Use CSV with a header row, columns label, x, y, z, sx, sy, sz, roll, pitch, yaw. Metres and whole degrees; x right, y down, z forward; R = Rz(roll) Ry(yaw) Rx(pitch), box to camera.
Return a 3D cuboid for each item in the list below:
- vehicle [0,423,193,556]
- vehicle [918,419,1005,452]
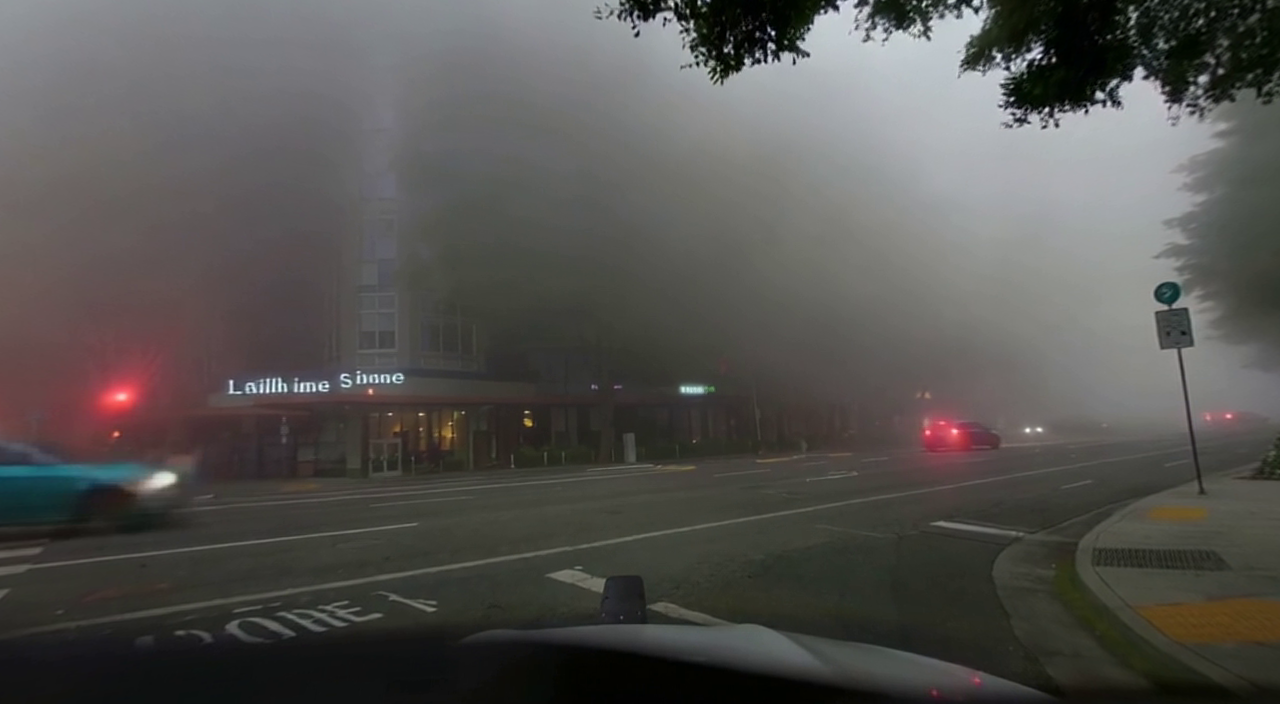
label,x,y,z,sx,sy,sz,roll,pitch,yaw
vehicle,-8.311,1.698,7.974,4.182,1.536,1.885,6,-11,-37
vehicle,15.578,4.053,30.506,4.442,1.458,1.902,6,-11,-37
